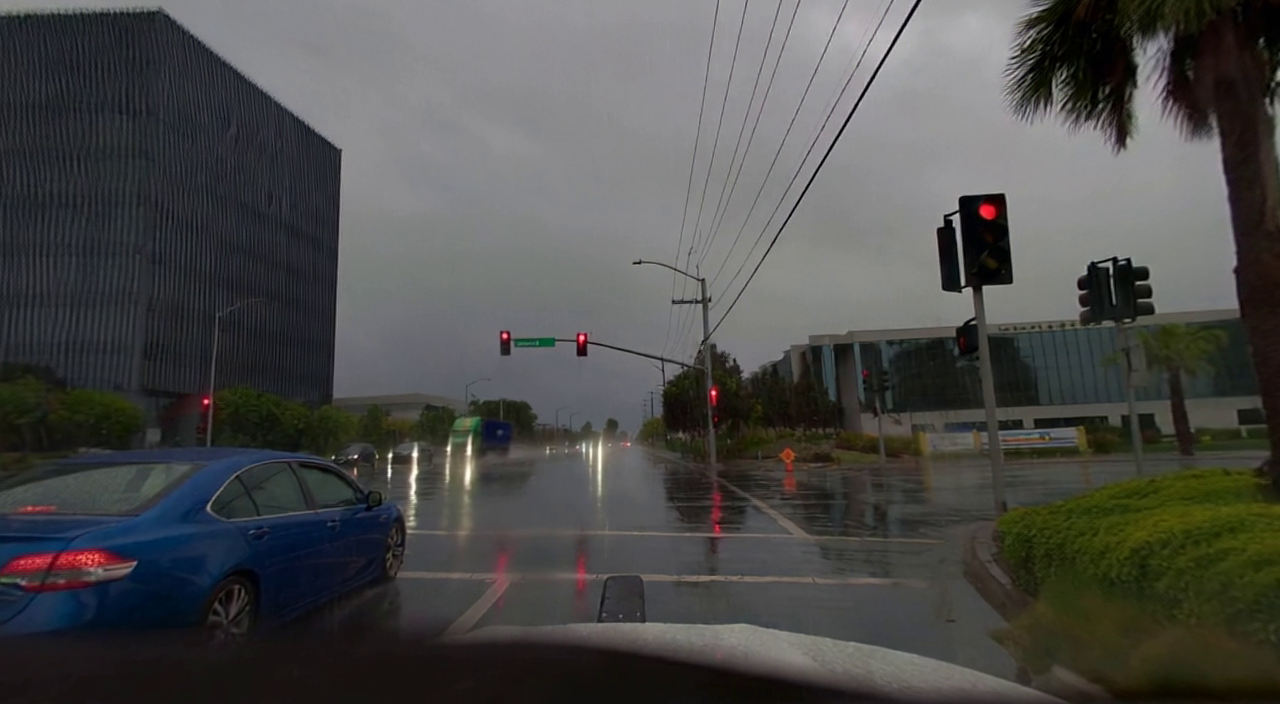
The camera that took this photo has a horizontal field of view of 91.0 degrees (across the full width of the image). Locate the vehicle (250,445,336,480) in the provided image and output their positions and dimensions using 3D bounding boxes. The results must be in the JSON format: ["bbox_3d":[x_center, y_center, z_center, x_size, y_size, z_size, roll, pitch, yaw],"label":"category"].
[{"bbox_3d":[-19.097,6.068,34.918,2.017,1.739,4.569,0,-9,1],"label":"vehicle"}]

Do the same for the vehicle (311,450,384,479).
[{"bbox_3d":[-15.360,5.915,33.290,1.875,1.389,3.784,0,-9,3],"label":"vehicle"}]
